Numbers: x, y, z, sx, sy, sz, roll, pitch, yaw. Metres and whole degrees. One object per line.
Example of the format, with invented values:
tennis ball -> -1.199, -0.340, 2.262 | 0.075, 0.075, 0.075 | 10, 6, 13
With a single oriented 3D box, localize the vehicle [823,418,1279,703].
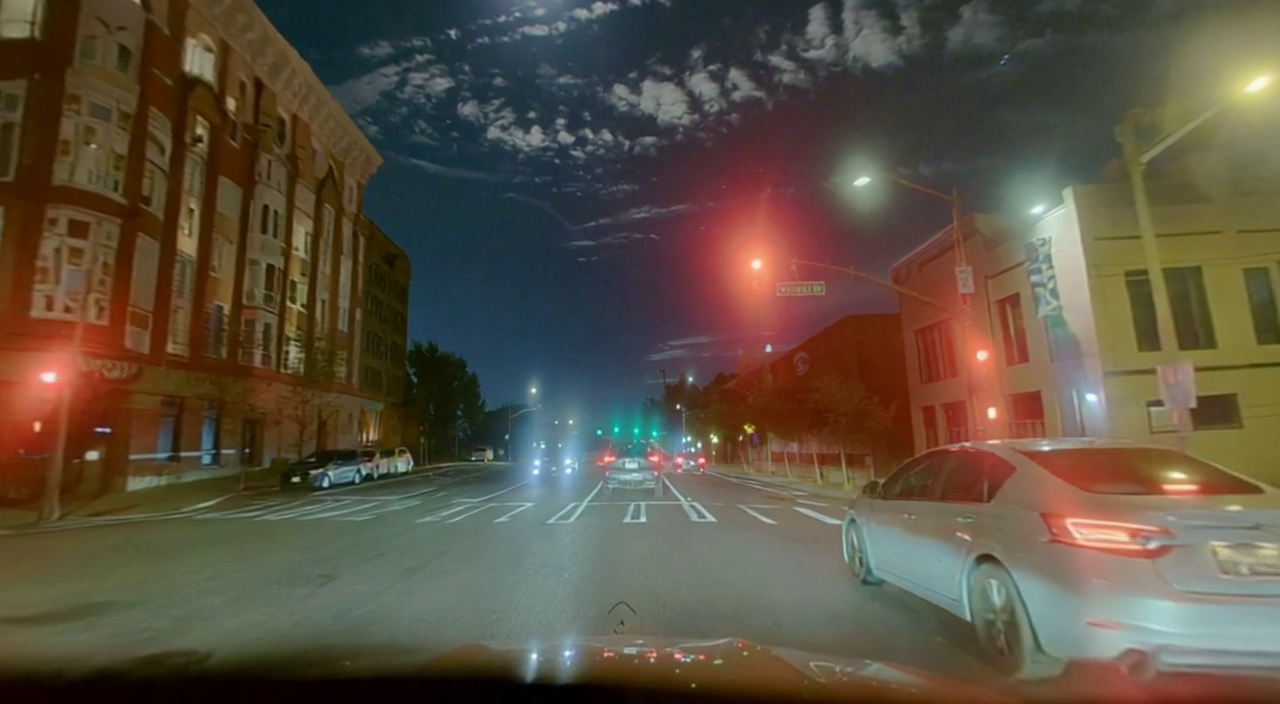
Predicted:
vehicle -> 3.288, 1.425, 5.441 | 2.026, 1.499, 4.662 | 0, -9, 0

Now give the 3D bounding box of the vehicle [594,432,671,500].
vehicle -> -0.239, 3.453, 19.575 | 2.105, 1.842, 4.537 | 0, -9, -1

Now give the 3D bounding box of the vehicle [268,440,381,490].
vehicle -> -14.267, 5.116, 29.060 | 2.191, 2.011, 5.556 | -1, -9, 2

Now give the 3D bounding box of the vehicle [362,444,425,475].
vehicle -> -14.331, 6.240, 36.953 | 1.891, 1.659, 4.360 | 0, -9, 0

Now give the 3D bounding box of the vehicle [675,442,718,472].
vehicle -> 2.958, 5.599, 33.862 | 1.852, 1.462, 4.155 | 0, -9, -1
